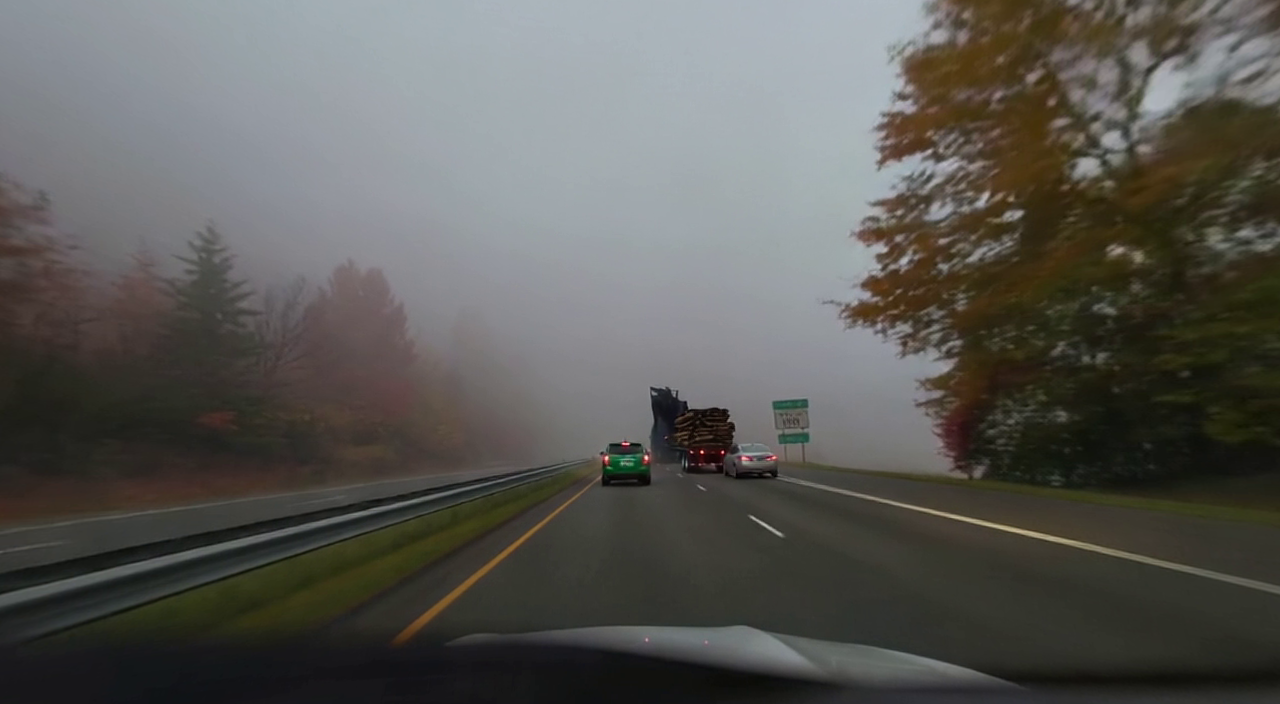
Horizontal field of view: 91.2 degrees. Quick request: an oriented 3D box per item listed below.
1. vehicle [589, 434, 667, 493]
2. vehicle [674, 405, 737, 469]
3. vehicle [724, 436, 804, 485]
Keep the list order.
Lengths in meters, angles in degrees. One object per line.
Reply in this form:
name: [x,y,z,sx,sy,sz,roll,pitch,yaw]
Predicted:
vehicle: [-0.394,3.553,20.299,2.263,1.699,3.936,0,-9,-1]
vehicle: [4.284,5.894,42.972,3.125,3.895,8.461,0,-9,-2]
vehicle: [4.675,4.162,24.305,2.057,1.660,4.525,0,-9,-1]
